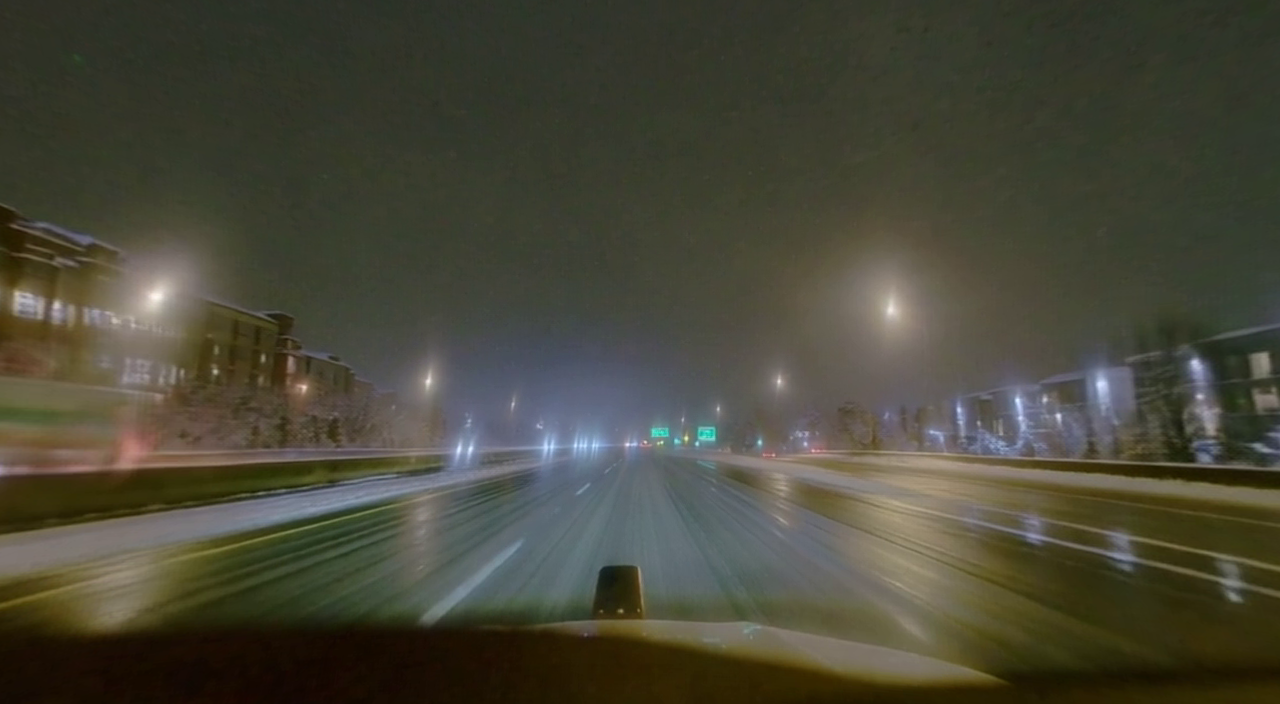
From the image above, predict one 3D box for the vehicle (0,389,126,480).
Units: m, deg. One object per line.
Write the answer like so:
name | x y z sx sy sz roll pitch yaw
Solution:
vehicle | -31.183 3.632 27.863 2.946 4.172 16.350 0 -9 1
